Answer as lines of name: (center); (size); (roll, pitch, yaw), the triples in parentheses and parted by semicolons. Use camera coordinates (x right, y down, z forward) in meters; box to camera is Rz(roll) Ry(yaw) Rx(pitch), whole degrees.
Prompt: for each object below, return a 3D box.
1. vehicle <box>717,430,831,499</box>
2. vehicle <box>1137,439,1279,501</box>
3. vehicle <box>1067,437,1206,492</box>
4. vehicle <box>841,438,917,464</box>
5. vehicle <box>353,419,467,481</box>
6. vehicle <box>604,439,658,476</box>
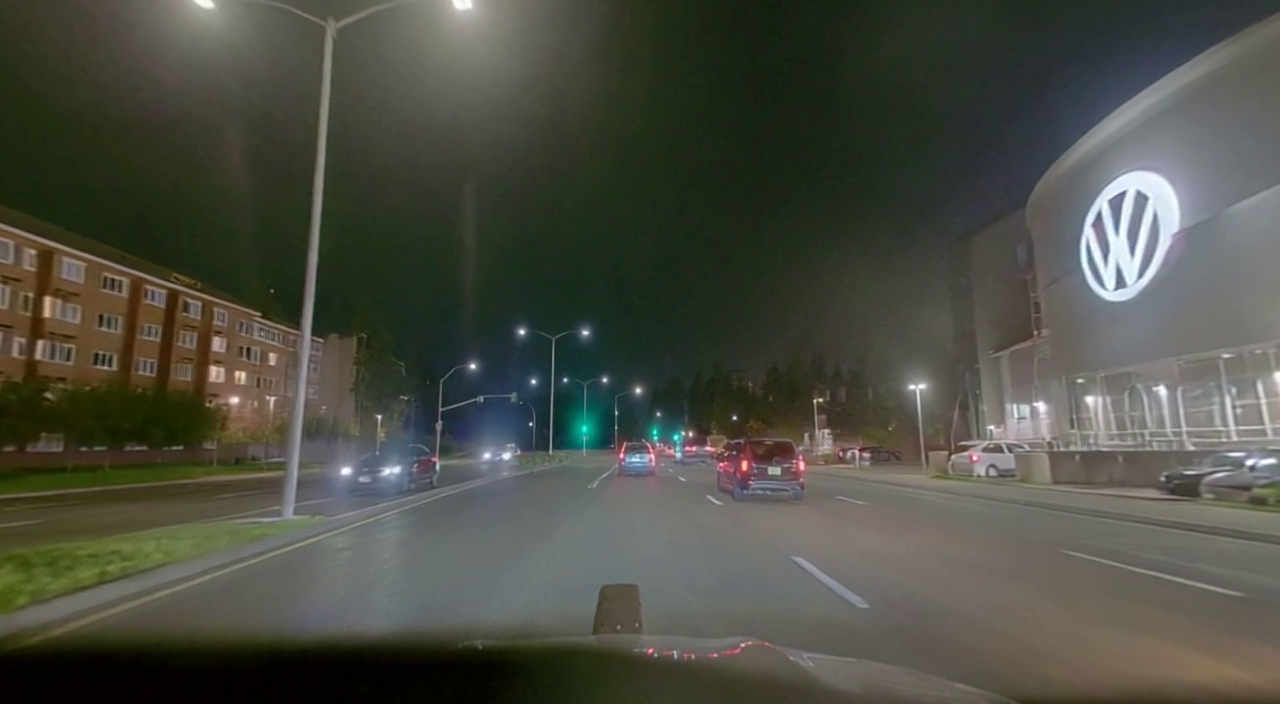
vehicle: (3.452, 2.990, 17.223); (2.041, 1.611, 4.426); (0, -8, -1)
vehicle: (17.249, 3.477, 19.105); (4.326, 1.634, 2.115); (6, -10, -34)
vehicle: (17.461, 3.890, 22.196); (4.650, 1.717, 2.258); (5, -10, -32)
vehicle: (17.722, 7.360, 46.996); (4.749, 1.797, 2.120); (0, -8, -2)
vehicle: (-8.742, 3.816, 24.795); (2.285, 2.106, 5.836); (0, -8, 0)
vehicle: (-0.397, 4.435, 26.830); (2.095, 1.456, 3.873); (0, -8, -1)
